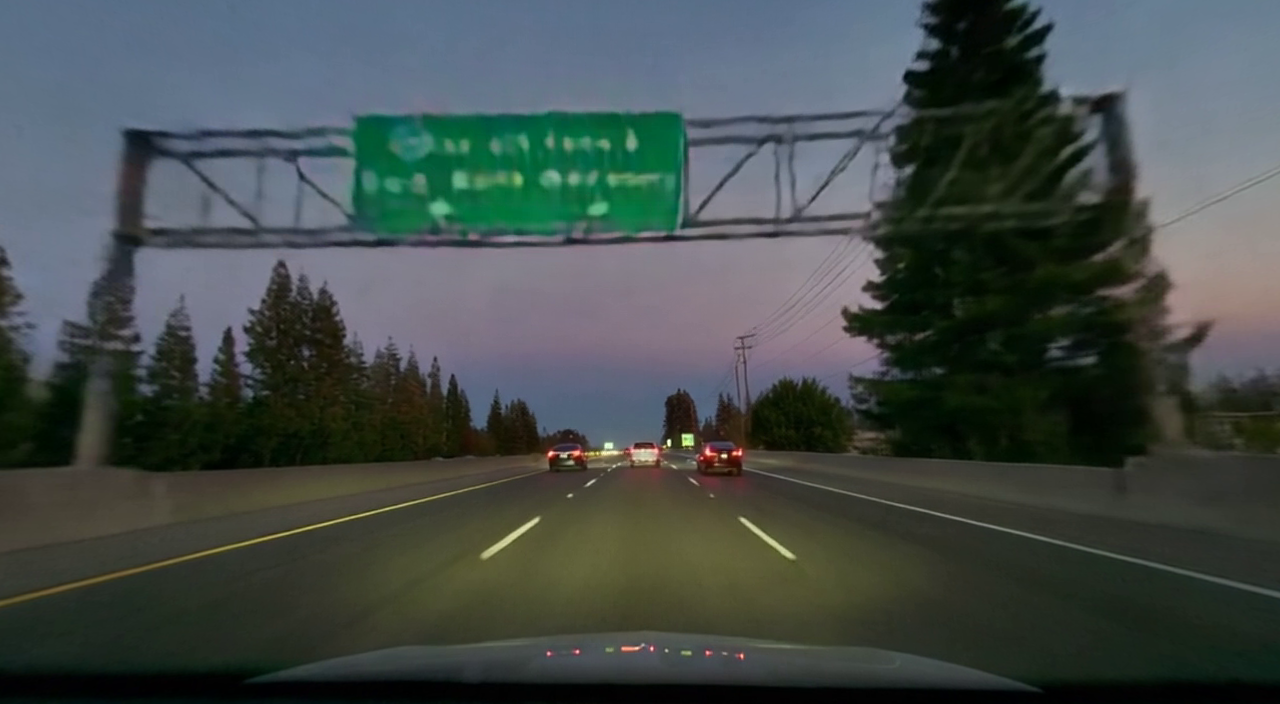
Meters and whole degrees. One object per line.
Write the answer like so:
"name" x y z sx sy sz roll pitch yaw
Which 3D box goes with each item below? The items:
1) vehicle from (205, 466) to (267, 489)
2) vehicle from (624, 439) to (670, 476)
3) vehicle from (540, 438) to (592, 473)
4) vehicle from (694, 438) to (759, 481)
"vehicle" -31.658 9.827 49.566 1.866 1.590 4.434 0 -8 1
"vehicle" 0.331 5.042 30.409 2.049 1.620 4.153 0 -8 0
"vehicle" -4.037 5.715 35.038 2.217 1.773 4.553 0 -8 1
"vehicle" 3.394 4.290 25.490 1.996 1.579 3.841 0 -8 -1
